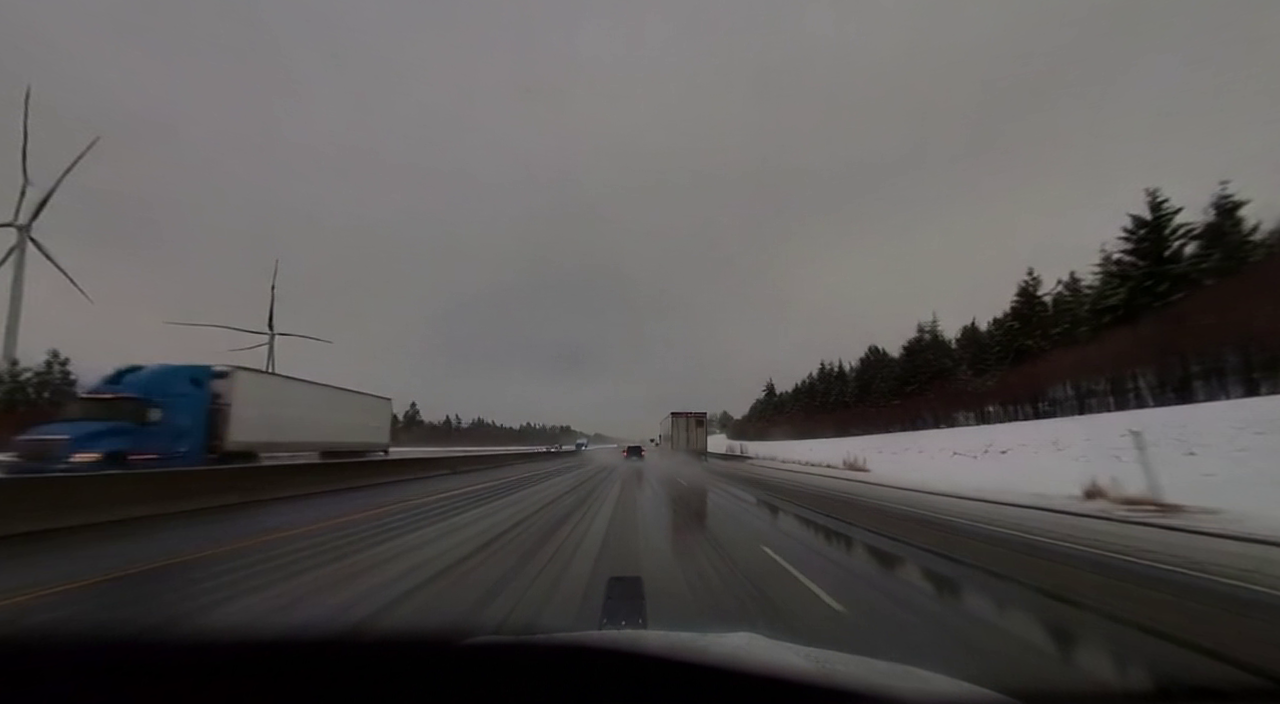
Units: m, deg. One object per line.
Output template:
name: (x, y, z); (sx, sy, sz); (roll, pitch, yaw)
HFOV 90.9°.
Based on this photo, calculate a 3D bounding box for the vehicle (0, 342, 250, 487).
vehicle: (-15.787, 2.081, 19.799); (3.185, 3.867, 5.948); (0, -9, -2)

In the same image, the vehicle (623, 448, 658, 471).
vehicle: (0.038, 7.140, 42.091); (2.209, 1.453, 3.695); (0, -9, 0)
